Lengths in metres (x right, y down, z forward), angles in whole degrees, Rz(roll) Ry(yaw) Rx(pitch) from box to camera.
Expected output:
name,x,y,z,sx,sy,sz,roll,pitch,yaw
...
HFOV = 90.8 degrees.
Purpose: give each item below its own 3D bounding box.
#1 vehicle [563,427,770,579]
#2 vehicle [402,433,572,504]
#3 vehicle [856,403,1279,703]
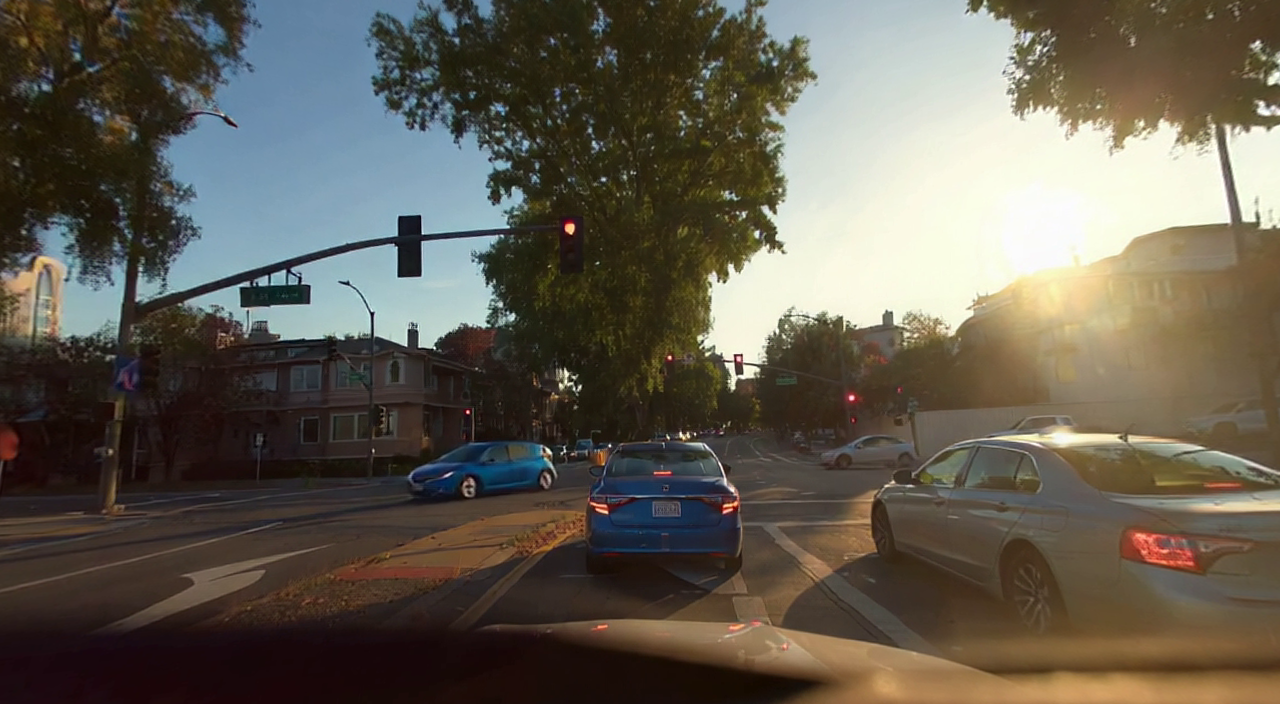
name,x,y,z,sx,sy,sz,roll,pitch,yaw
vehicle,0.303,1.818,8.334,2.090,1.505,3.756,-1,-9,1
vehicle,-4.117,3.206,17.848,1.996,1.705,4.577,-5,-10,30
vehicle,3.661,1.341,5.445,1.888,1.486,4.681,0,-9,-1
